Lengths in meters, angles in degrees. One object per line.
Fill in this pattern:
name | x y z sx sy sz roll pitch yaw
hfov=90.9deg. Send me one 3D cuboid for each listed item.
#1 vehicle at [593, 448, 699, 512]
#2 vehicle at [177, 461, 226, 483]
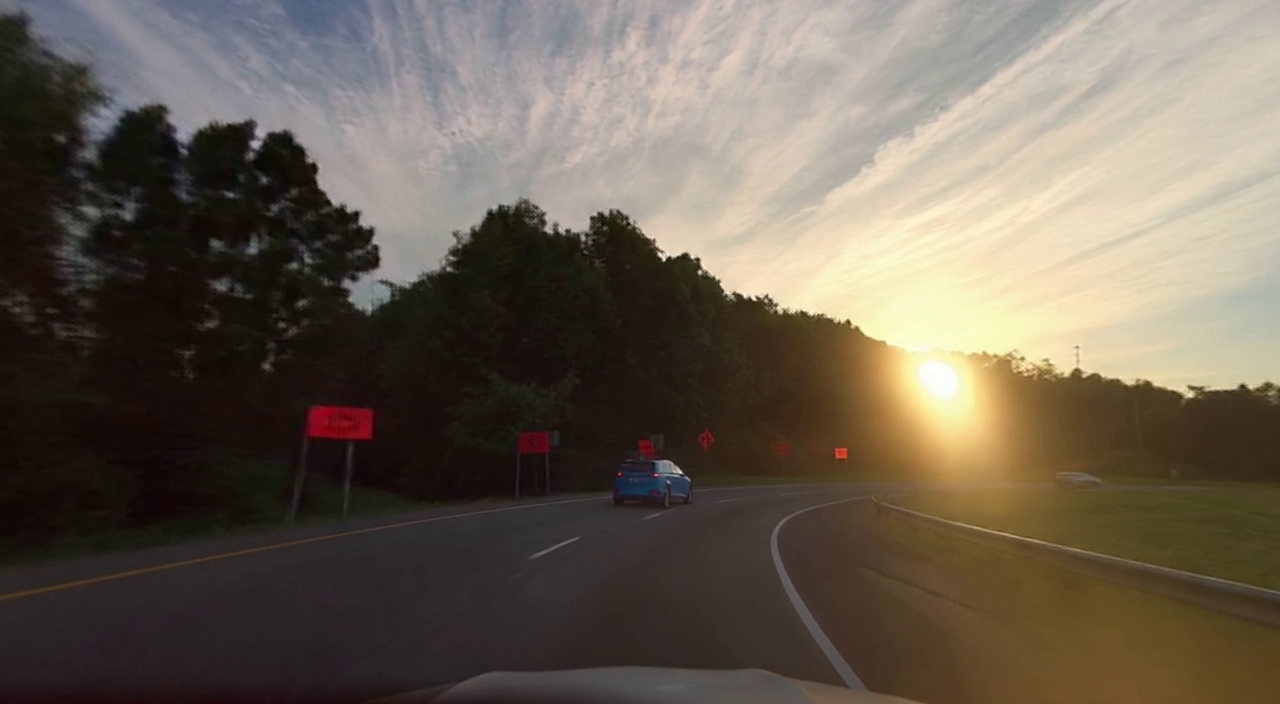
vehicle | 0.347 3.885 19.378 1.997 1.692 4.422 -3 -11 18
vehicle | -31.017 8.516 44.699 1.758 1.470 3.823 4 -11 -19
